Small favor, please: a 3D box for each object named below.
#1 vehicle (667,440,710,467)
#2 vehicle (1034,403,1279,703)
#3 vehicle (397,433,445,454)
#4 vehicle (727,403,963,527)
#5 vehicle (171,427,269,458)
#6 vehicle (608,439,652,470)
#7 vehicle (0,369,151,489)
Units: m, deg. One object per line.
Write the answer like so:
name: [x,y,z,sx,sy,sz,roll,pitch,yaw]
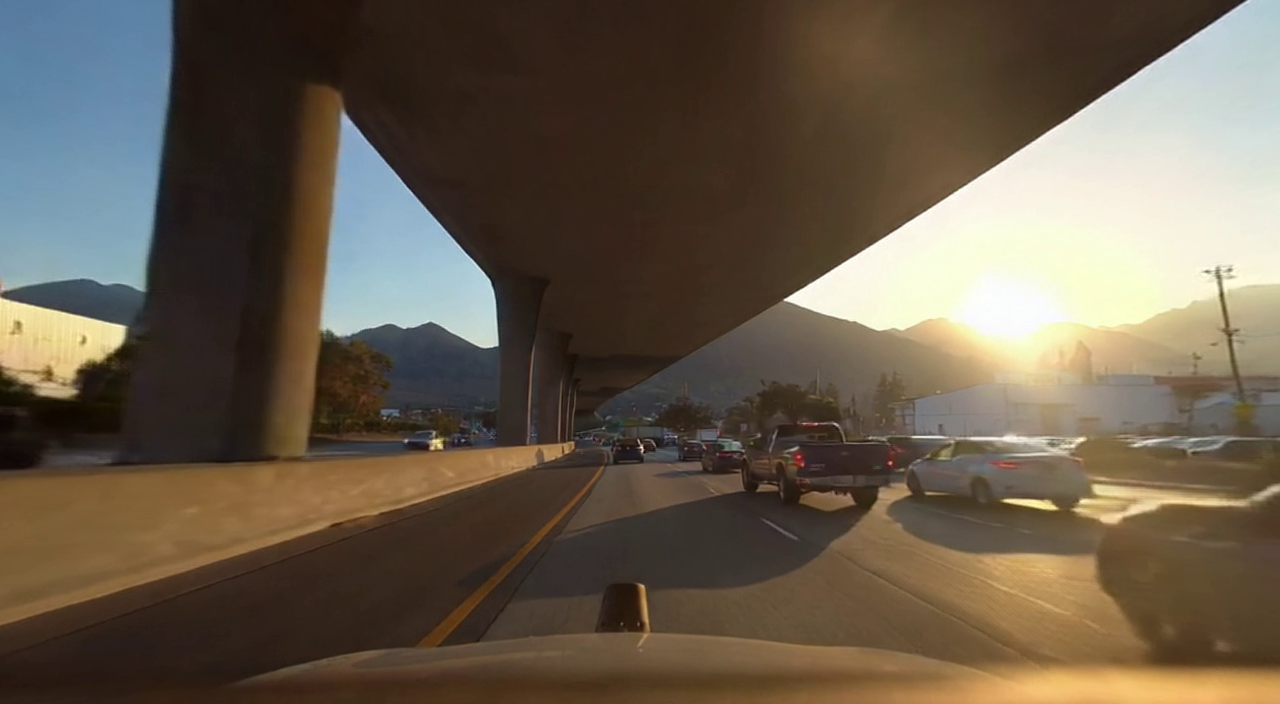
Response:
vehicle: [2.923,6.251,39.090,2.057,1.517,4.538,0,-8,-3]
vehicle: [3.907,0.863,2.043,2.048,1.497,4.952,0,-8,0]
vehicle: [-16.242,6.846,47.099,1.974,1.493,4.796,0,-8,-2]
vehicle: [3.933,2.407,14.150,2.747,2.061,7.011,0,-8,-2]
vehicle: [-21.550,4.688,32.722,1.899,1.489,4.952,0,-8,-3]
vehicle: [-0.570,5.517,34.287,2.266,1.549,3.978,0,-8,-1]
vehicle: [-10.943,1.275,10.323,2.118,1.831,4.729,0,-8,-1]
